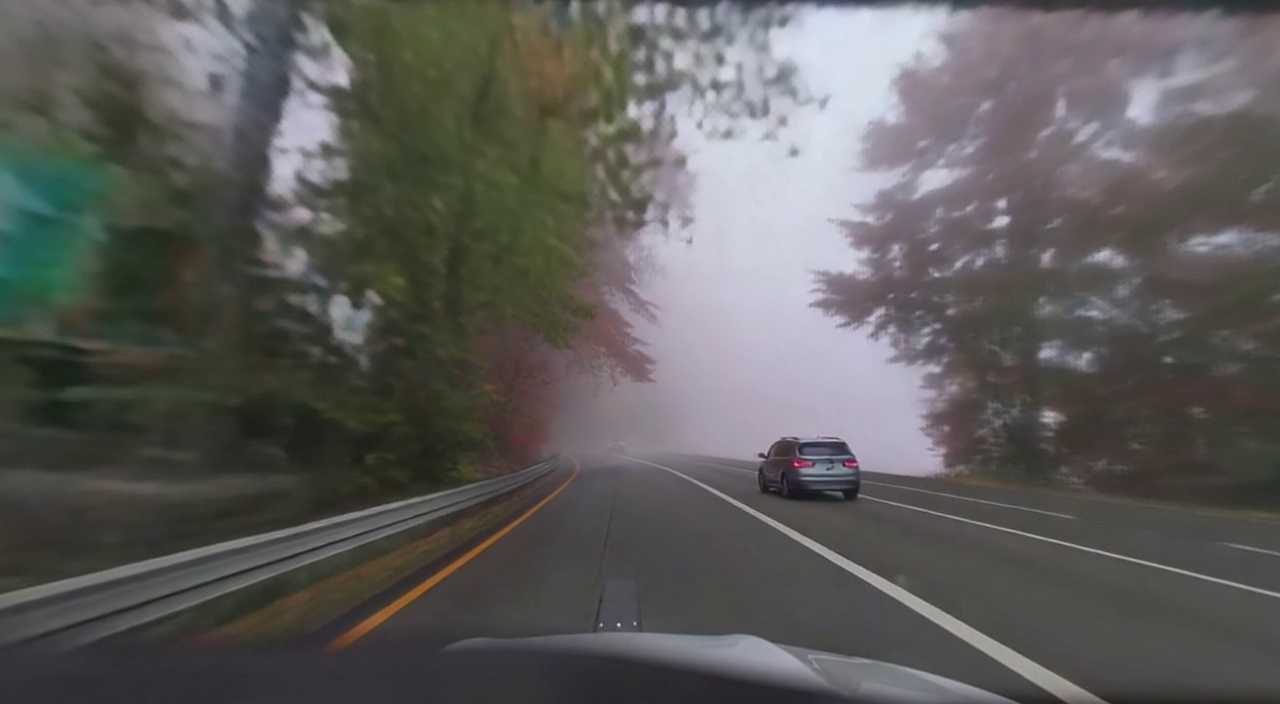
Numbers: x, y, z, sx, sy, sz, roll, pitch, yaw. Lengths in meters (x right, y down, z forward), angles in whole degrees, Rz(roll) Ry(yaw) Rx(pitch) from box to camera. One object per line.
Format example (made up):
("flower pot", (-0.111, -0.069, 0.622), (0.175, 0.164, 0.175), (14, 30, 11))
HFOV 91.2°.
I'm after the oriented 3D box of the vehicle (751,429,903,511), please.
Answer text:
("vehicle", (3.978, 2.583, 14.132), (1.952, 1.536, 4.036), (0, -9, -4))
